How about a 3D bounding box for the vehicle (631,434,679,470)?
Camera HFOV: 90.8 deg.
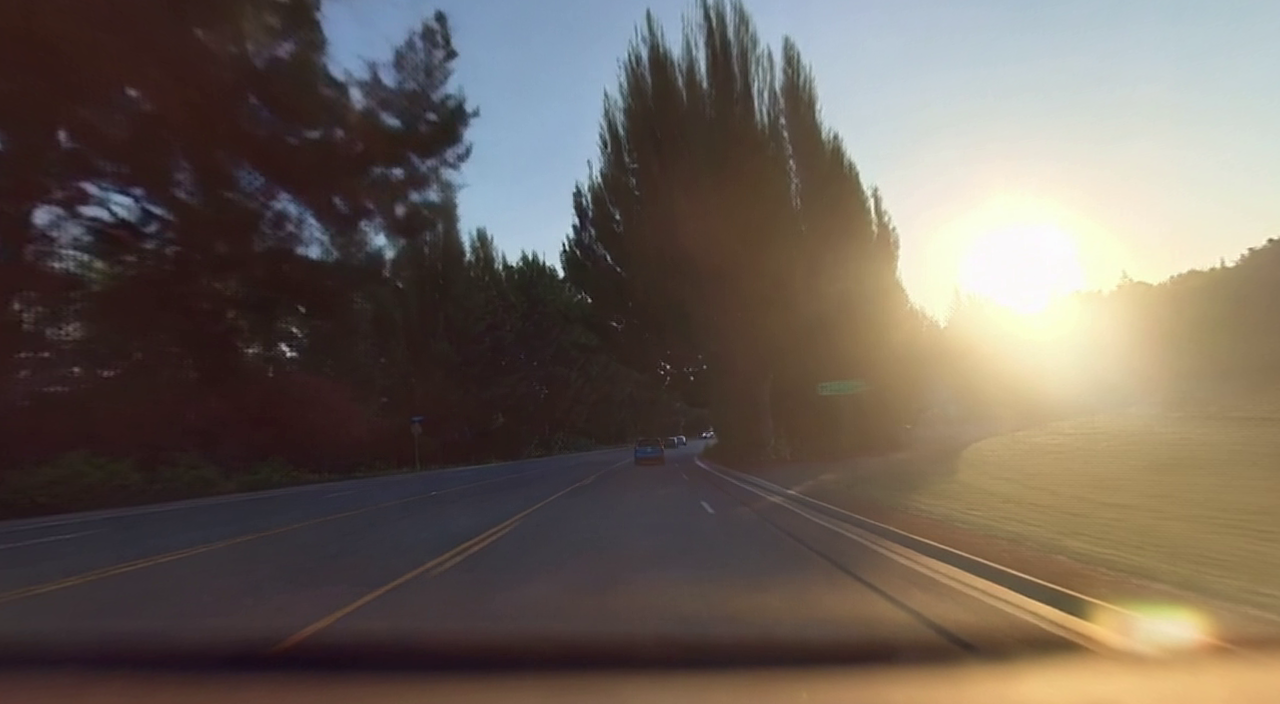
[{"bbox_3d":[0.858,5.098,32.344,2.294,1.708,4.110,-1,-8,3],"label":"vehicle"}]
